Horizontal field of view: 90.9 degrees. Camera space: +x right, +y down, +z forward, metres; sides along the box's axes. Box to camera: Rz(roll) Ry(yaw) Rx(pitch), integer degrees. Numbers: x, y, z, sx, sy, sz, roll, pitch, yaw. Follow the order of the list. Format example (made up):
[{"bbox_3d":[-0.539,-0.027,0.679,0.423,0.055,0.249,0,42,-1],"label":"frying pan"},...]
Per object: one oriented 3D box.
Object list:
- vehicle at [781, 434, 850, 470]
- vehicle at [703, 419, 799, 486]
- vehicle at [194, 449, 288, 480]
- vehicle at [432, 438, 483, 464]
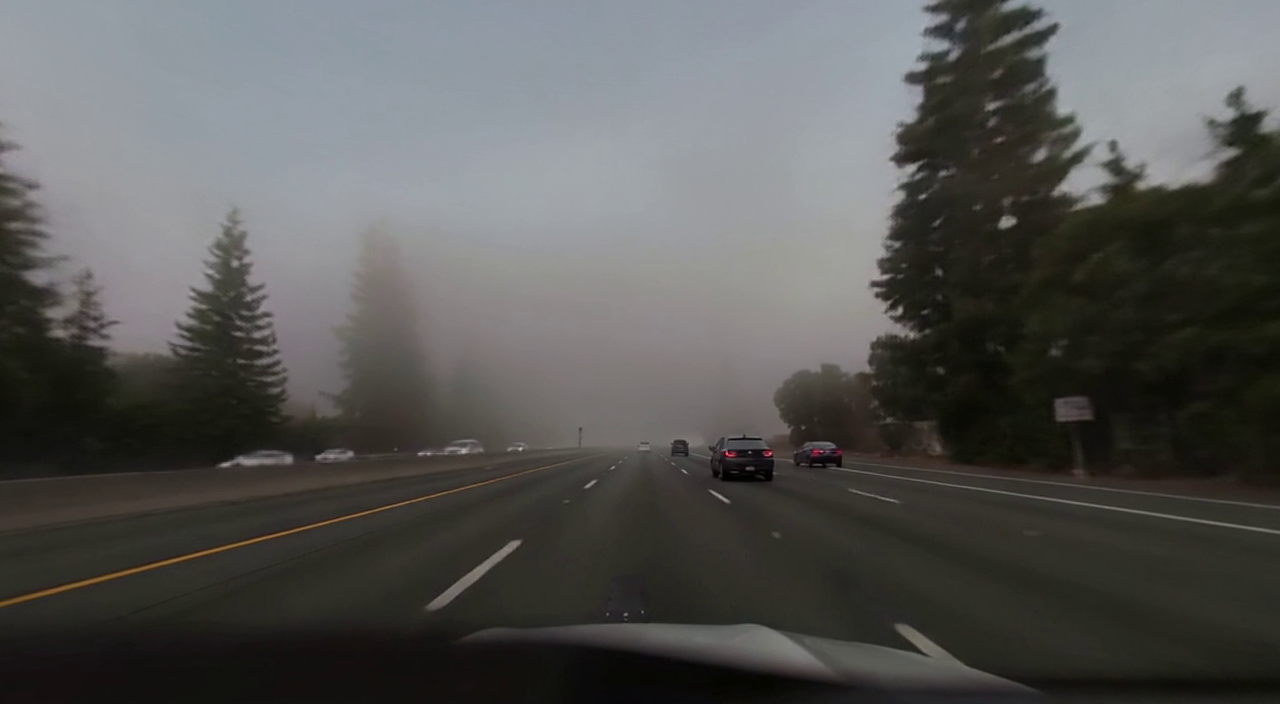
[{"bbox_3d":[8.836,5.056,32.162,2.045,1.658,4.598,0,-8,-2],"label":"vehicle"},{"bbox_3d":[3.573,3.400,21.560,2.218,1.964,5.662,0,-8,0],"label":"vehicle"},{"bbox_3d":[-21.136,5.944,33.684,1.919,1.469,4.684,-1,-8,0],"label":"vehicle"},{"bbox_3d":[-13.998,7.606,48.761,2.297,1.834,5.498,-1,-8,1],"label":"vehicle"}]
